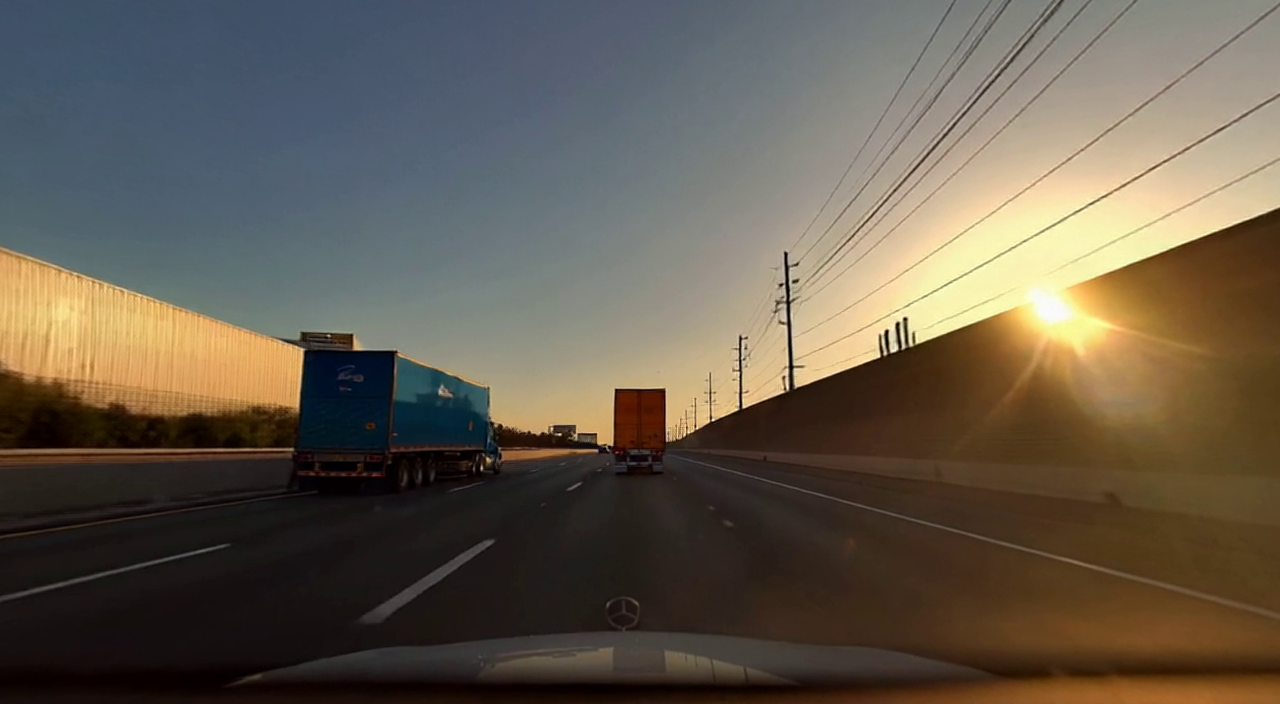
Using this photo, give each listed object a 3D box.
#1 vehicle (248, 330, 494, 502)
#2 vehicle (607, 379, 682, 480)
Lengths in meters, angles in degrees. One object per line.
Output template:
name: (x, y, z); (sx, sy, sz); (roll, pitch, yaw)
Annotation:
vehicle: (-7.502, 2.281, 20.253); (2.937, 3.981, 11.119); (0, -9, 0)
vehicle: (0.117, 3.707, 29.386); (2.858, 3.847, 10.034); (0, -9, -1)
